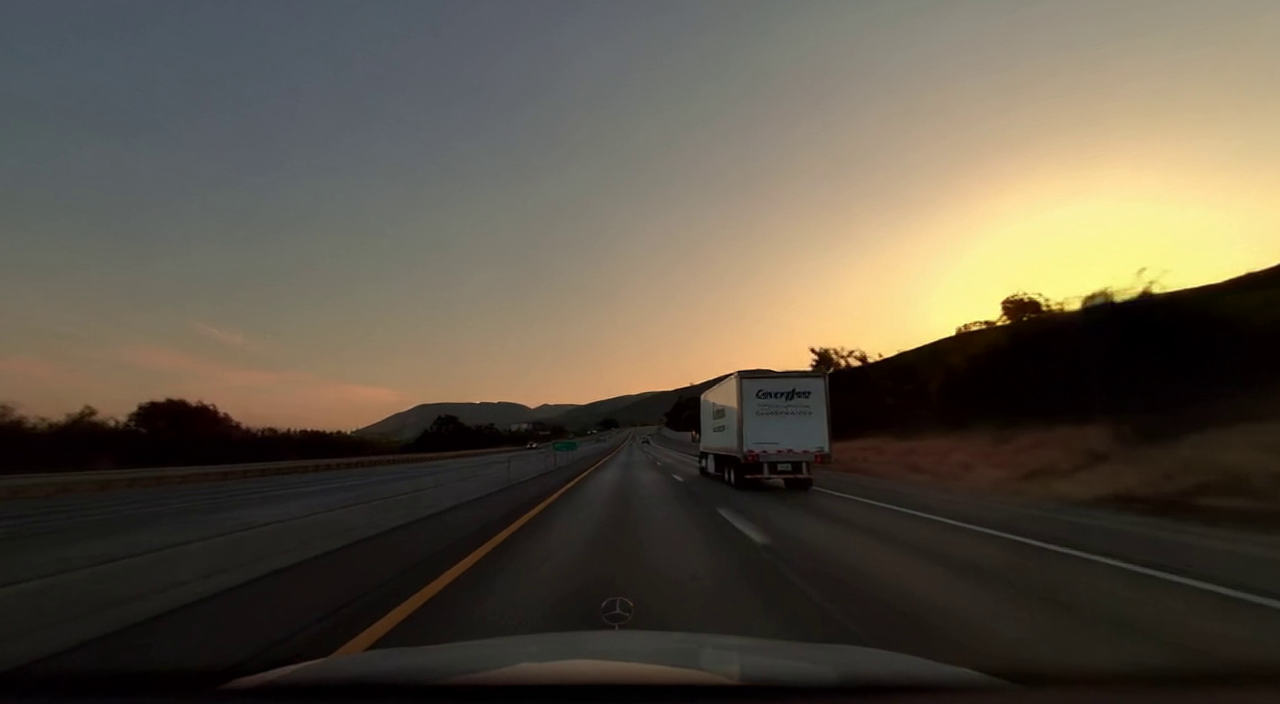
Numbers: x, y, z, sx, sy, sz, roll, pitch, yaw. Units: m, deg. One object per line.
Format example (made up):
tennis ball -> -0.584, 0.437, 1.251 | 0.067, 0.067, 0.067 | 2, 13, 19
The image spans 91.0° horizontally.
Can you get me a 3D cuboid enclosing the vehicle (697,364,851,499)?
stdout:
vehicle -> 3.498, 2.375, 18.568 | 2.702, 3.193, 7.196 | 0, -8, -2
